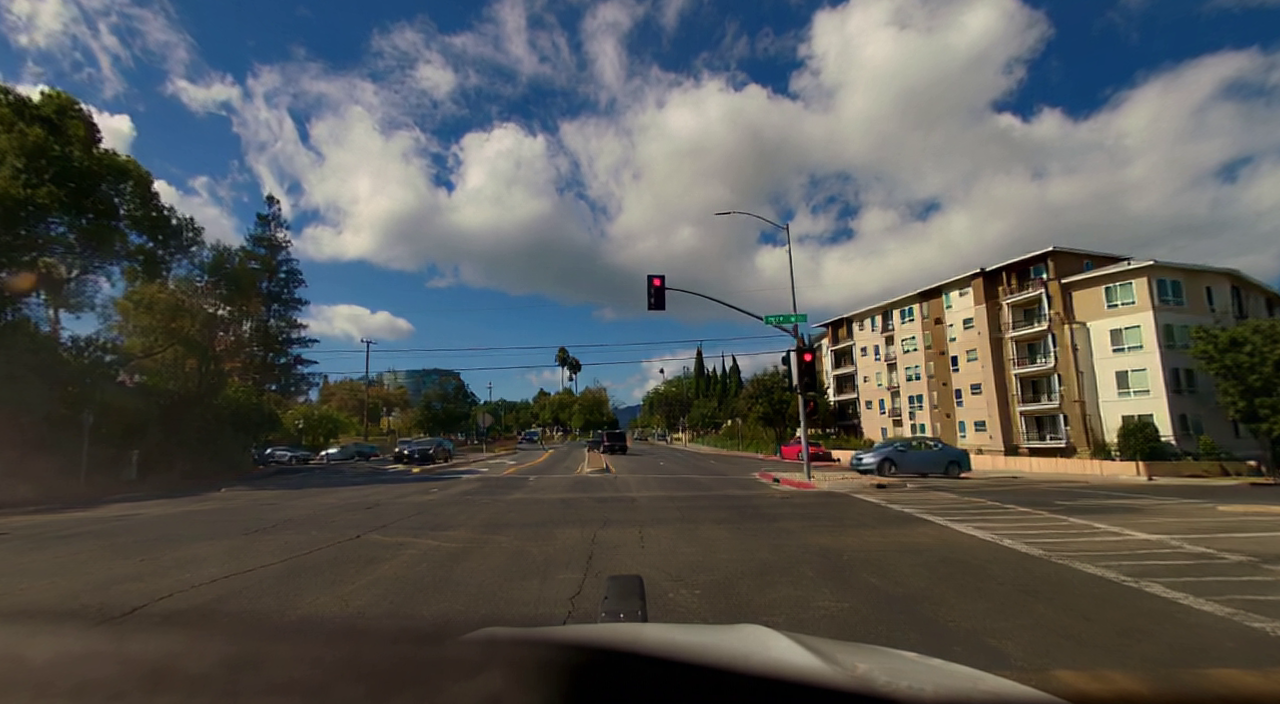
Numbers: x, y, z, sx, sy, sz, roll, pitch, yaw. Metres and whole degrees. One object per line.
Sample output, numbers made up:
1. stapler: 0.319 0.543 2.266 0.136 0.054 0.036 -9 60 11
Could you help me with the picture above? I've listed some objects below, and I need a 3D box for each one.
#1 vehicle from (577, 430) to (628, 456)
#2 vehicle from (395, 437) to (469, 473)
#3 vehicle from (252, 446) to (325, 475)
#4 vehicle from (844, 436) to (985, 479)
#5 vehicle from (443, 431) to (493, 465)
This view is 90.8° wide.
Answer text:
1. vehicle: -2.597 6.212 42.864 1.993 1.664 4.424 4 -10 -23
2. vehicle: -9.678 4.831 29.752 2.116 1.521 4.294 0 -9 -2
3. vehicle: -21.060 6.506 38.092 1.981 1.628 4.336 0 -9 -1
4. vehicle: 11.069 4.253 25.672 4.790 1.571 2.073 -7 -11 39
5. vehicle: -9.764 5.500 36.157 1.910 1.818 4.057 0 -9 -3
